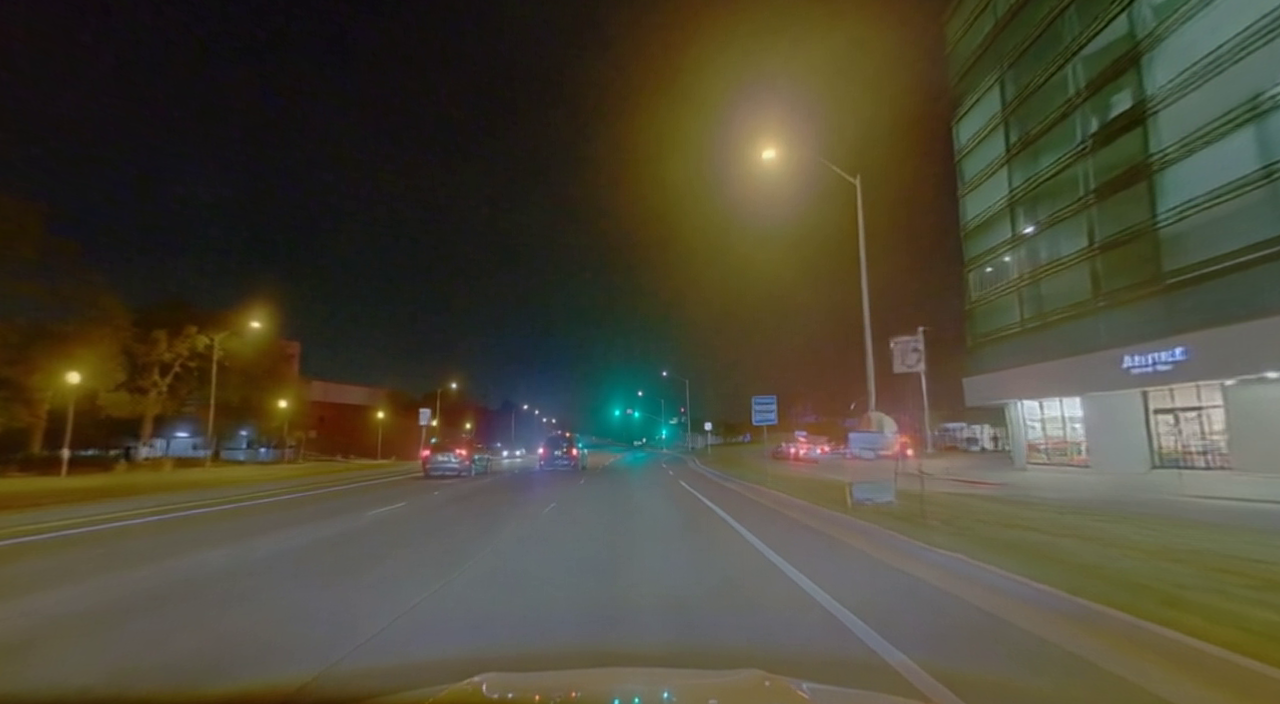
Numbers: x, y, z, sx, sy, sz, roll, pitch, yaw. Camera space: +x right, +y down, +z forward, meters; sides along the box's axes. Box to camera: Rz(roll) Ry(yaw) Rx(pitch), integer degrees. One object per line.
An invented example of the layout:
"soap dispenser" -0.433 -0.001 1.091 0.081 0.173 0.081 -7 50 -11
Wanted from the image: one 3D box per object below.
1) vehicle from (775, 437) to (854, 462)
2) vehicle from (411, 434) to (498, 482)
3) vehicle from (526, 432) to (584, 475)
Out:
"vehicle" 11.161 6.267 40.678 4.513 1.541 1.948 -1 -9 5
"vehicle" -6.846 3.963 23.878 1.909 1.605 4.561 0 -9 0
"vehicle" -3.694 4.513 28.247 2.052 1.729 4.195 0 -9 0
